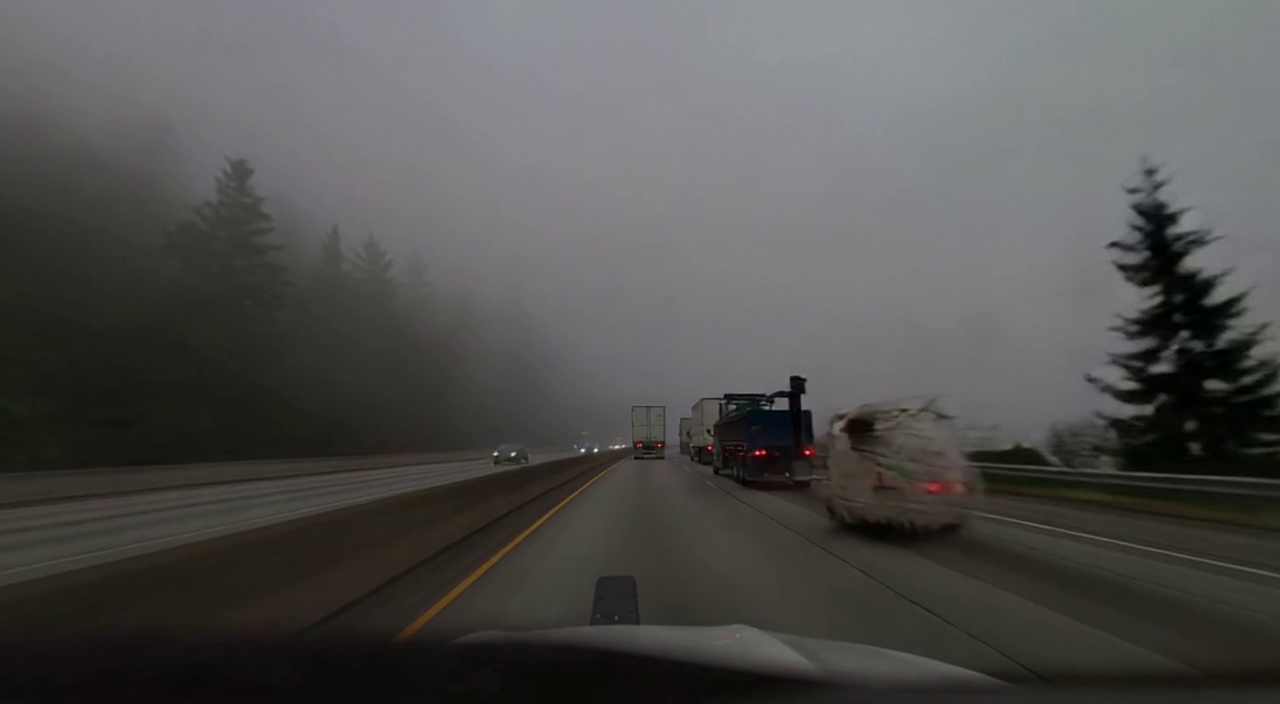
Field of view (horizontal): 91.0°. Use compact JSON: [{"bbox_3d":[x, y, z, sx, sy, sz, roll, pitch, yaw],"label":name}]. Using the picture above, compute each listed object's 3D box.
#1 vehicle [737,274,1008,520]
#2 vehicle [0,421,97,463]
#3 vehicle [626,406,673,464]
[{"bbox_3d":[4.433,1.287,14.654,2.860,4.036,8.586,0,-8,-1],"label":"vehicle"},{"bbox_3d":[-47.232,6.860,47.826,3.052,2.977,11.341,1,-8,-7],"label":"vehicle"},{"bbox_3d":[0.607,5.238,39.366,2.644,3.247,7.454,-1,-8,1],"label":"vehicle"}]
